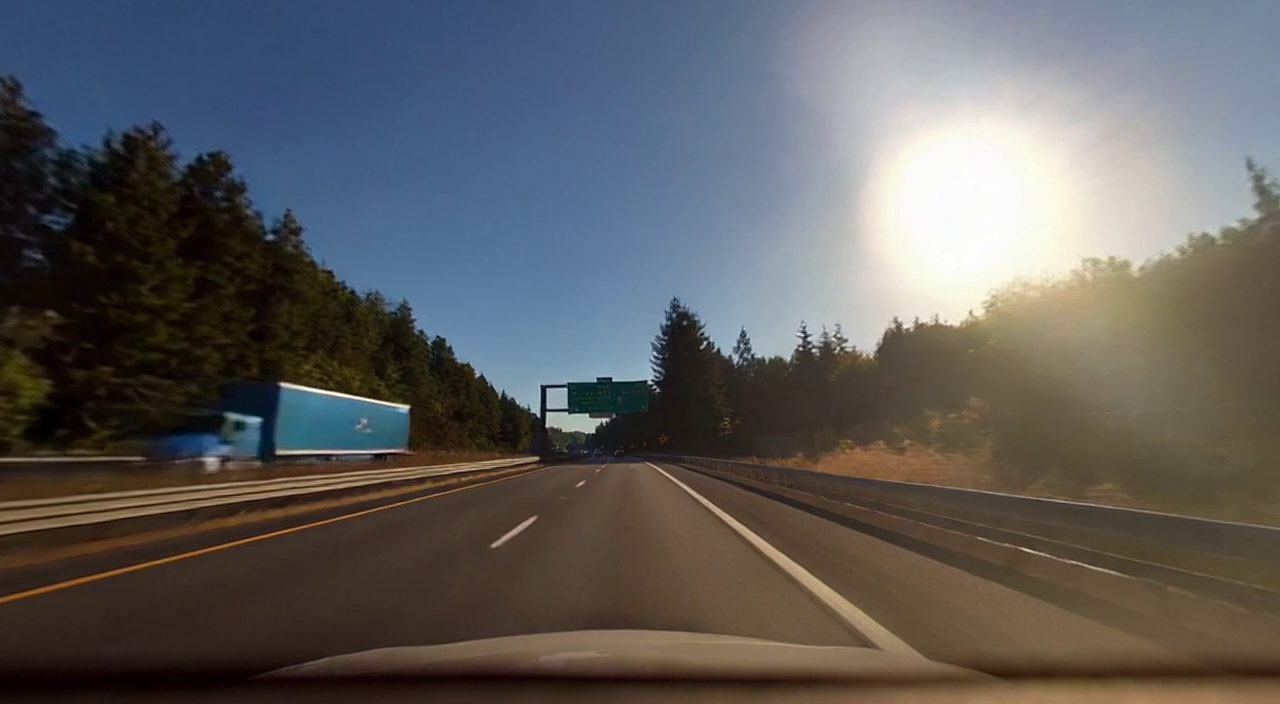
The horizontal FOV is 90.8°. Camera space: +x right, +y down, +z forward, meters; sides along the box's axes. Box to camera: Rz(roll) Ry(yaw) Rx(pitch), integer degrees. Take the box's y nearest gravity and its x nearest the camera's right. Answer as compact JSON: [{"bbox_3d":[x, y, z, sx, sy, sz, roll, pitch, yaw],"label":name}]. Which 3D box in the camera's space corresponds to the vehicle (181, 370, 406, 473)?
[{"bbox_3d":[-16.908,4.088,33.621,2.908,4.077,17.001,0,-9,-2],"label":"vehicle"}]
